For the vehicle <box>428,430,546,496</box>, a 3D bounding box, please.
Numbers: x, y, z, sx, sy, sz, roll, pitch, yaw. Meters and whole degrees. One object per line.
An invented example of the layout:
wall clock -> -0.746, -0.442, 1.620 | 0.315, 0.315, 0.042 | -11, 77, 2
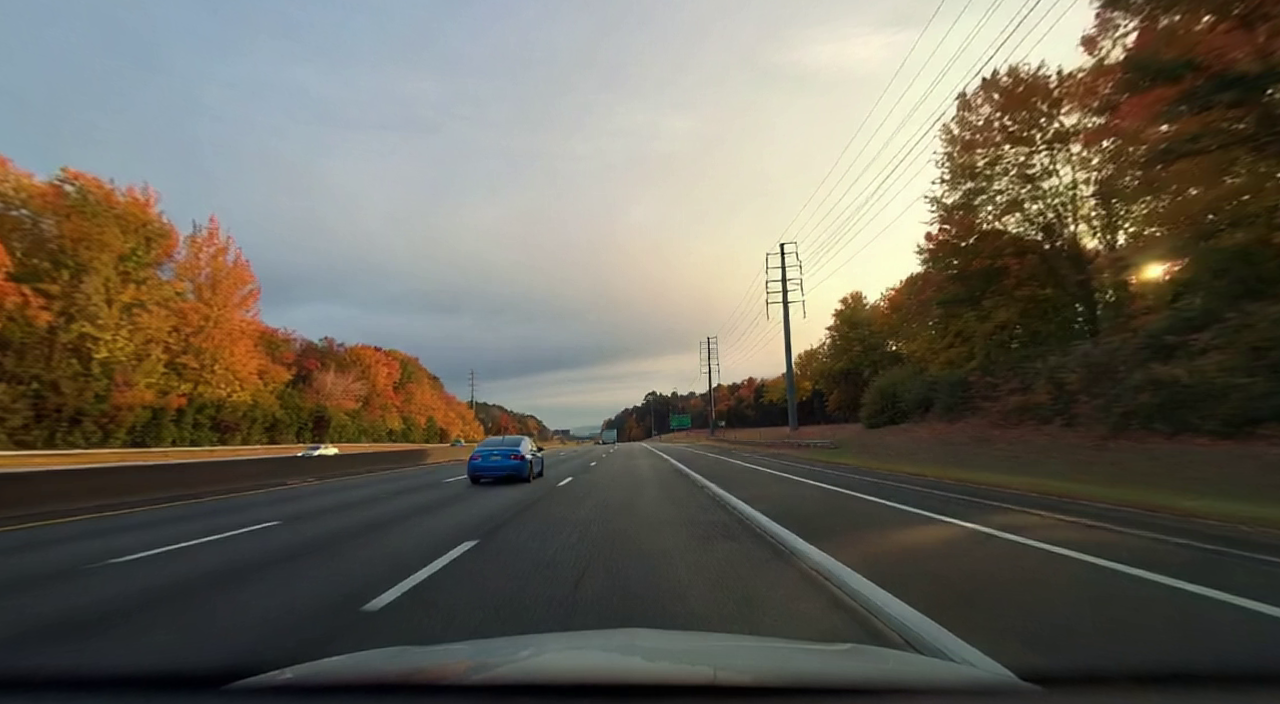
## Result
vehicle -> -3.773, 2.803, 16.404 | 2.025, 1.475, 4.379 | 0, -8, -1
